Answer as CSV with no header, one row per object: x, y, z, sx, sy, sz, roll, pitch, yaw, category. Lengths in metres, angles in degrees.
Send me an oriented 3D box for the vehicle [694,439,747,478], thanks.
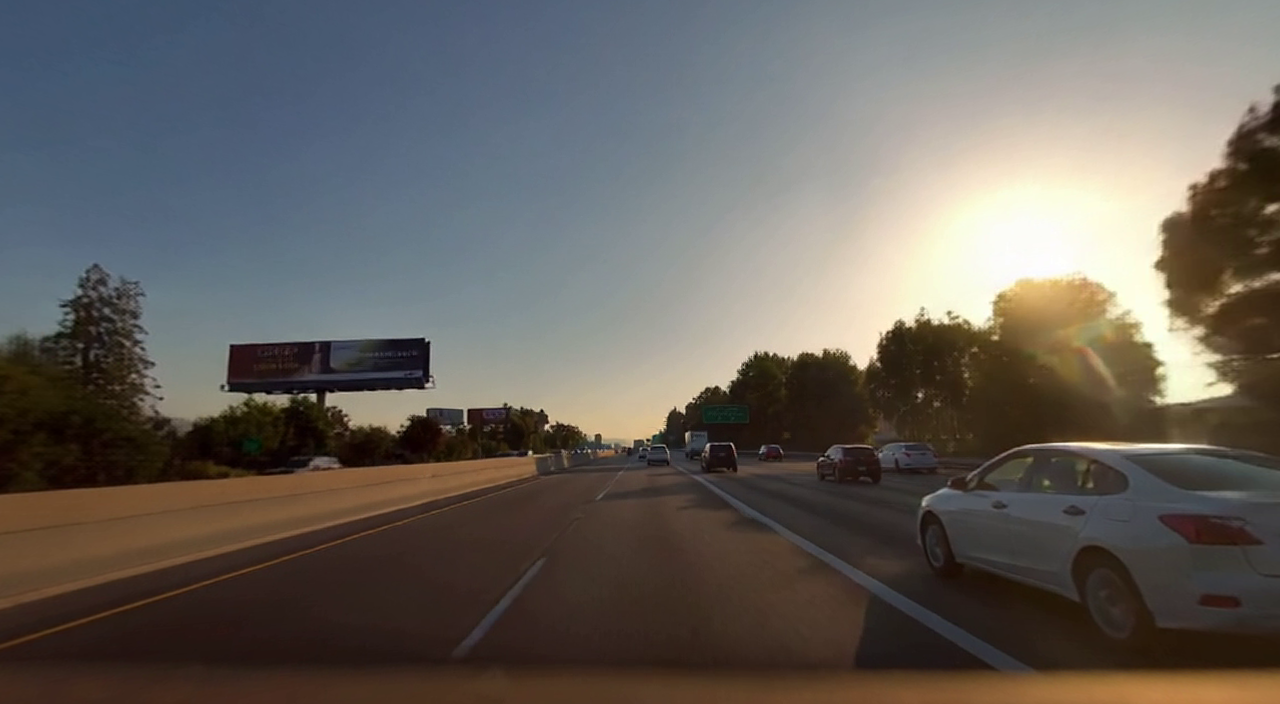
4.129,5.551,33.221,2.075,1.845,4.667,0,-8,-1,vehicle

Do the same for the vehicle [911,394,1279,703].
3.919,1.230,4.482,1.989,1.609,4.355,0,-8,-1,vehicle

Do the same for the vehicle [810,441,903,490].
7.643,4.028,22.734,1.807,1.558,4.352,0,-8,0,vehicle

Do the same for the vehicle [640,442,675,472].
1.115,6.787,41.115,2.145,1.832,4.004,-1,-8,1,vehicle

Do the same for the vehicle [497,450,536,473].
-9.288,8.258,47.879,1.912,1.610,4.646,-1,-8,1,vehicle

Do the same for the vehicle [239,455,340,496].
-16.492,5.796,30.037,2.158,1.692,4.521,-1,-8,1,vehicle
